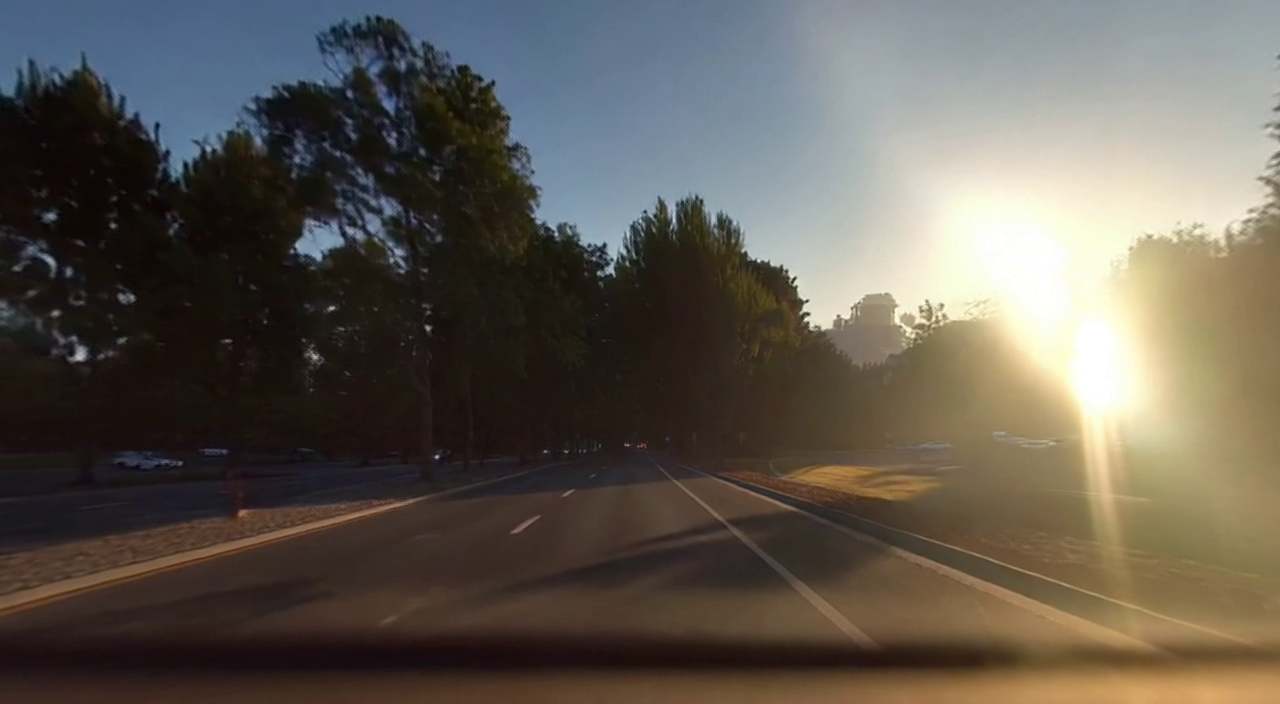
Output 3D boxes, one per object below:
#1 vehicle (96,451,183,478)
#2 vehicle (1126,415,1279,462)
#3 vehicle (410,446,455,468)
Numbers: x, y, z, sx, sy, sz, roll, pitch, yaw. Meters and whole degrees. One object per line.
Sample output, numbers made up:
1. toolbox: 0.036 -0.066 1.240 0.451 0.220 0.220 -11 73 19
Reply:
1. vehicle: -34.491 7.733 43.455 4.423 1.705 1.772 -1 -9 -1
2. vehicle: 24.450 3.792 27.401 4.814 1.804 1.980 -1 -10 -2
3. vehicle: -15.603 7.908 47.602 1.862 1.507 4.424 0 -9 0
